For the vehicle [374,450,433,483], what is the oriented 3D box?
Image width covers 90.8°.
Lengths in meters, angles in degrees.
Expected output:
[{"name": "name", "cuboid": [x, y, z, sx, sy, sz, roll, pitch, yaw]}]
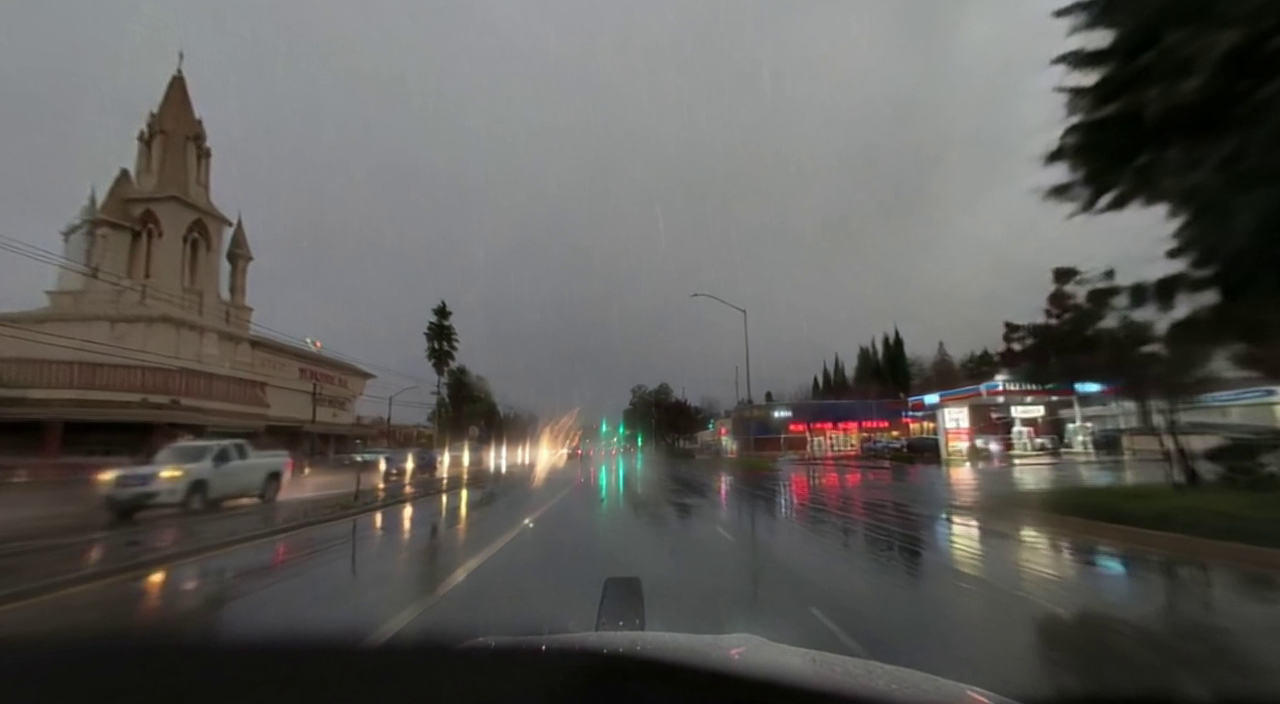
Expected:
[{"name": "vehicle", "cuboid": [-11.756, 5.674, 31.624, 1.771, 1.508, 3.453, 0, -9, -3]}]

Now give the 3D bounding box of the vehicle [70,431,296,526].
[{"name": "vehicle", "cuboid": [-11.246, 3.111, 16.195, 2.206, 1.922, 4.968, -3, -8, -2]}]

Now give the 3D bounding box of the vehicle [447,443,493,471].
[{"name": "vehicle", "cuboid": [-12.581, 7.777, 47.095, 2.229, 1.957, 5.057, 0, -9, -3]}]
